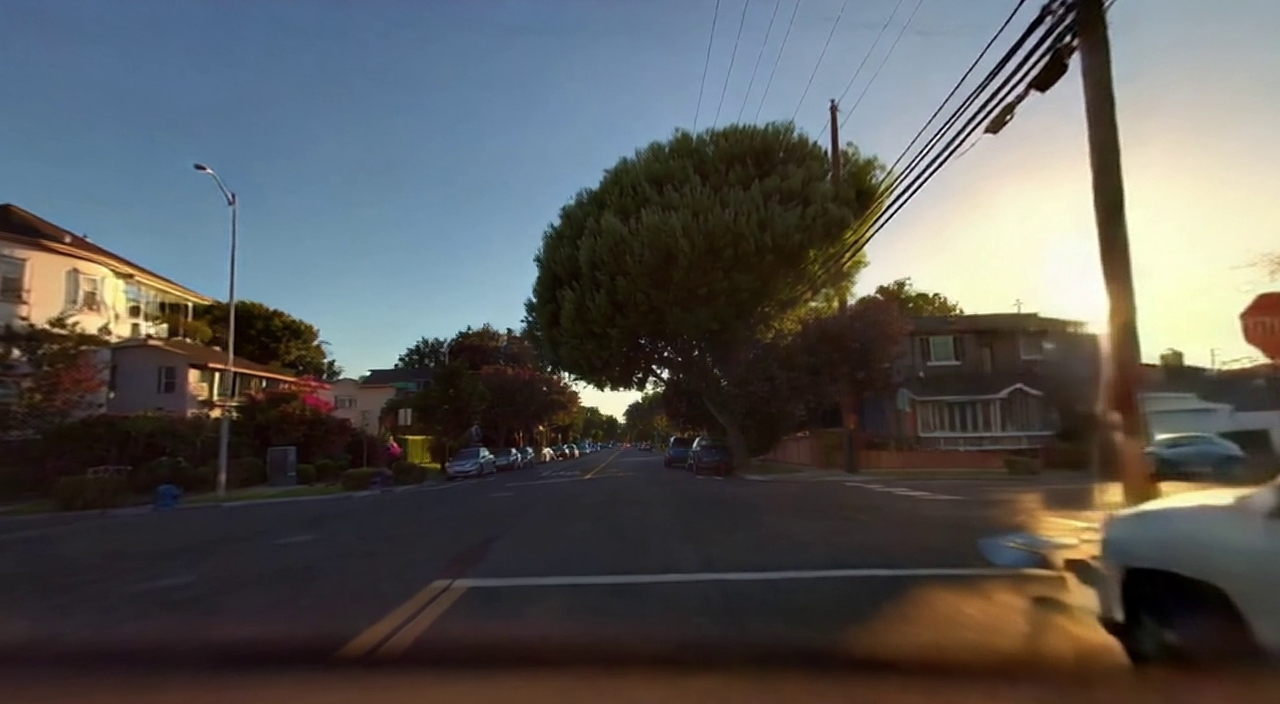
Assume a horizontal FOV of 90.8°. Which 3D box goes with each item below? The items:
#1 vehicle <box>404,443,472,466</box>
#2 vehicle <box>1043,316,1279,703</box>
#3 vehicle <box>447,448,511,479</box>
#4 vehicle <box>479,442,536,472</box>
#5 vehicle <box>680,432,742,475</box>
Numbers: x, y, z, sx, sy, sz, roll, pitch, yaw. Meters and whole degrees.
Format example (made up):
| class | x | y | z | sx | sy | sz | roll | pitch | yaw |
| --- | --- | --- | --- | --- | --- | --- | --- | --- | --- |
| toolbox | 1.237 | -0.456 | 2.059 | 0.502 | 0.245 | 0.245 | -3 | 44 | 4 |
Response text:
| class | x | y | z | sx | sy | sz | roll | pitch | yaw |
| --- | --- | --- | --- | --- | --- | --- | --- | --- | --- |
| vehicle | -13.488 | 6.863 | 42.265 | 3.905 | 1.480 | 1.892 | 0 | -9 | -1 |
| vehicle | 3.170 | 0.581 | 1.023 | 2.035 | 1.708 | 4.355 | 0 | -9 | -2 |
| vehicle | -7.289 | 5.054 | 29.035 | 1.926 | 1.307 | 3.909 | 0 | -9 | 0 |
| vehicle | -7.145 | 5.710 | 34.619 | 1.957 | 1.549 | 4.527 | 0 | -9 | 2 |
| vehicle | 3.006 | 4.436 | 27.814 | 2.114 | 1.708 | 4.474 | 0 | -9 | -1 |
